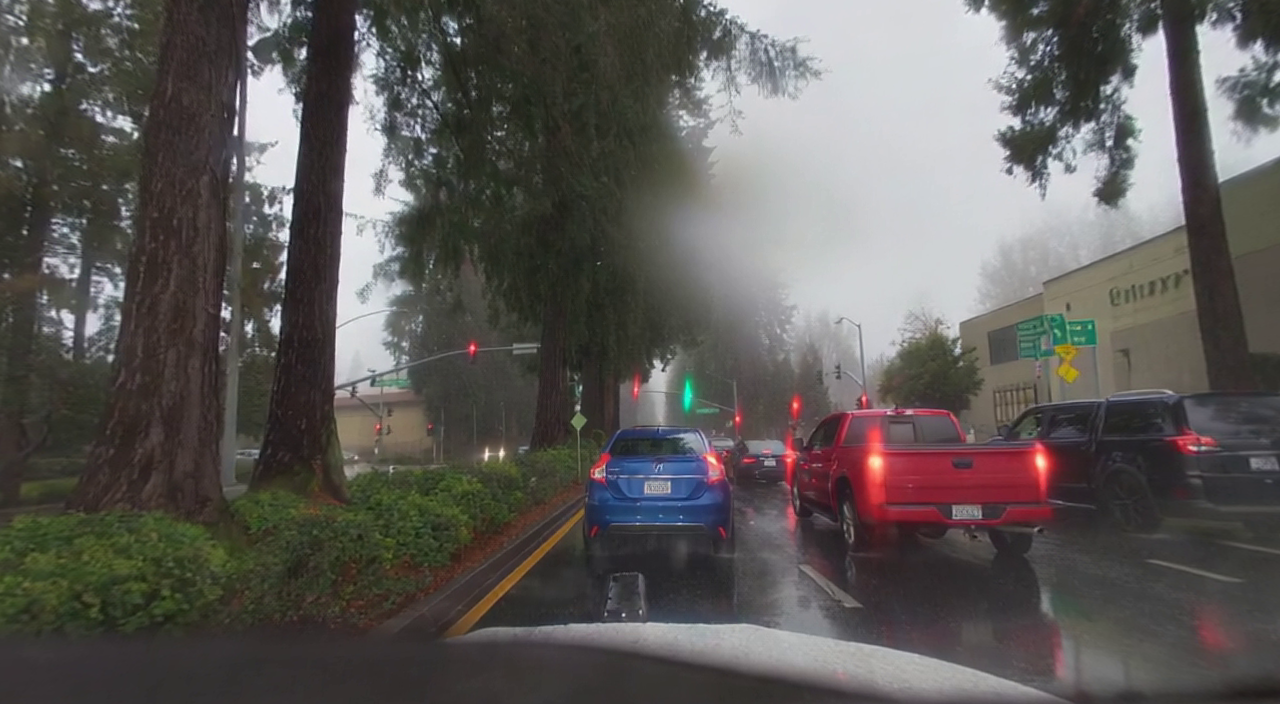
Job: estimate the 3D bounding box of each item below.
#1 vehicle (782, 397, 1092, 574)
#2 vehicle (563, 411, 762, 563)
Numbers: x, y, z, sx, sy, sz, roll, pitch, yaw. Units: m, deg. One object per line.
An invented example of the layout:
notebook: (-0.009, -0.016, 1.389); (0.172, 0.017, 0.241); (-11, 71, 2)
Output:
vehicle: (3.397, 1.630, 8.397); (2.099, 1.725, 4.290); (0, -8, 1)
vehicle: (0.247, 1.776, 8.968); (2.168, 1.641, 4.039); (0, -8, 0)
